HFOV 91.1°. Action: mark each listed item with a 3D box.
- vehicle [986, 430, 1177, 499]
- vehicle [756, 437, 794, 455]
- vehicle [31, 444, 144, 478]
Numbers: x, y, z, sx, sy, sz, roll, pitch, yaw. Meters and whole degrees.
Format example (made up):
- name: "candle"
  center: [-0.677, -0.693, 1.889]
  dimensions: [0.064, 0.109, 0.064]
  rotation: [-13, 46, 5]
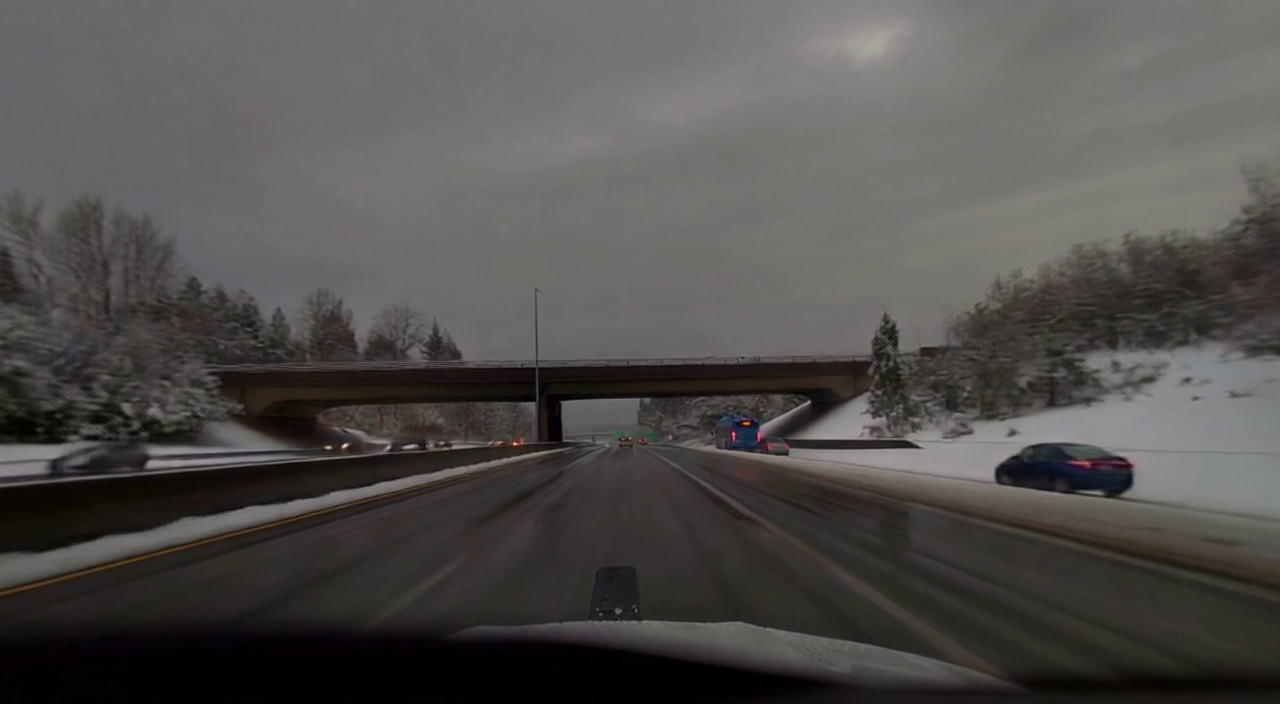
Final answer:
- name: "vehicle"
  center: [10.561, 2.673, 15.460]
  dimensions: [1.880, 1.460, 3.770]
  rotation: [0, -8, -1]
- name: "vehicle"
  center: [10.358, 7.240, 48.543]
  dimensions: [1.866, 1.359, 4.218]
  rotation: [0, -8, -2]
- name: "vehicle"
  center: [-25.445, 5.001, 29.155]
  dimensions: [1.723, 1.419, 4.036]
  rotation: [0, -8, -3]
